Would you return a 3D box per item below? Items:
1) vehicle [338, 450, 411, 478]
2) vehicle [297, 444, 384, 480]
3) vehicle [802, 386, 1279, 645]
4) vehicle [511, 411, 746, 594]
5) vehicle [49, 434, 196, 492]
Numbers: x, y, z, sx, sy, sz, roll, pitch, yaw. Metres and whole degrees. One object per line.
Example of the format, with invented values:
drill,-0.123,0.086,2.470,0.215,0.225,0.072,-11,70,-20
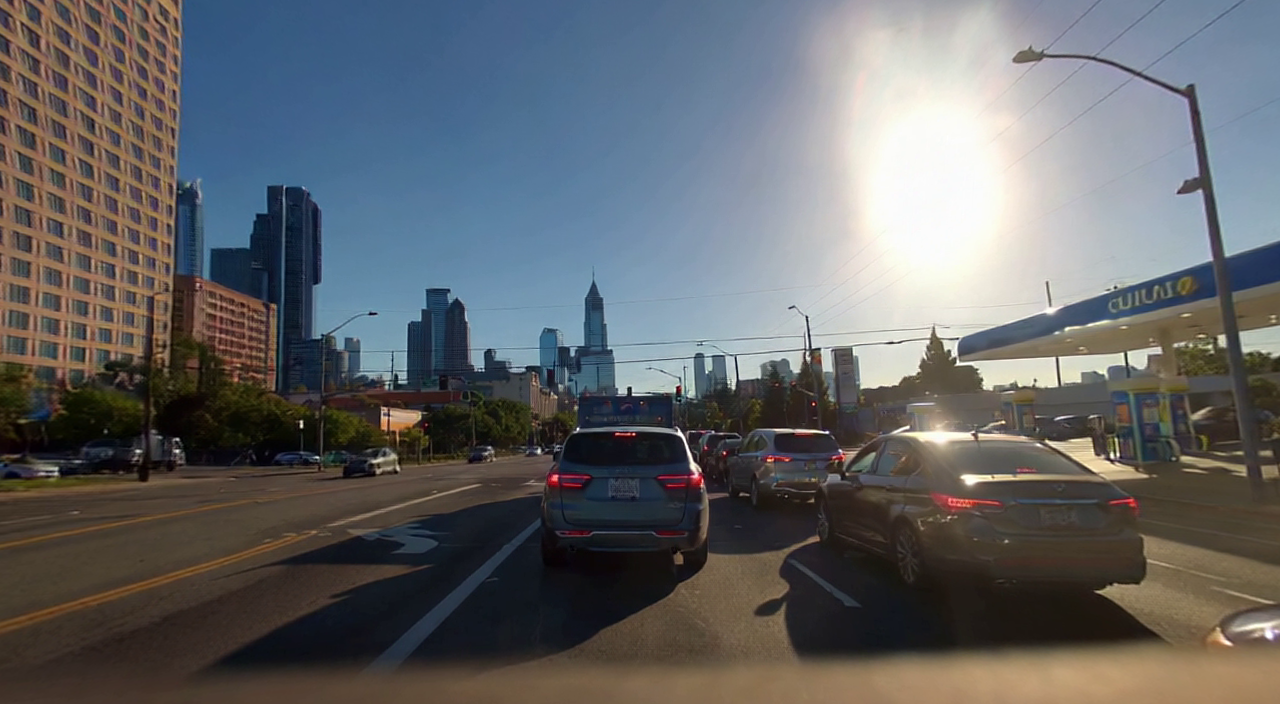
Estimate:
vehicle,-14.809,6.242,35.509,2.011,1.465,4.528,-1,-9,1
vehicle,-17.864,6.541,38.064,2.325,1.938,5.913,0,-9,0
vehicle,3.369,1.411,6.482,2.056,1.700,4.399,0,-9,-2
vehicle,-0.142,1.634,7.610,2.106,1.613,3.697,0,-9,-1
vehicle,-26.933,5.758,33.316,2.571,2.711,6.027,0,-9,-1
